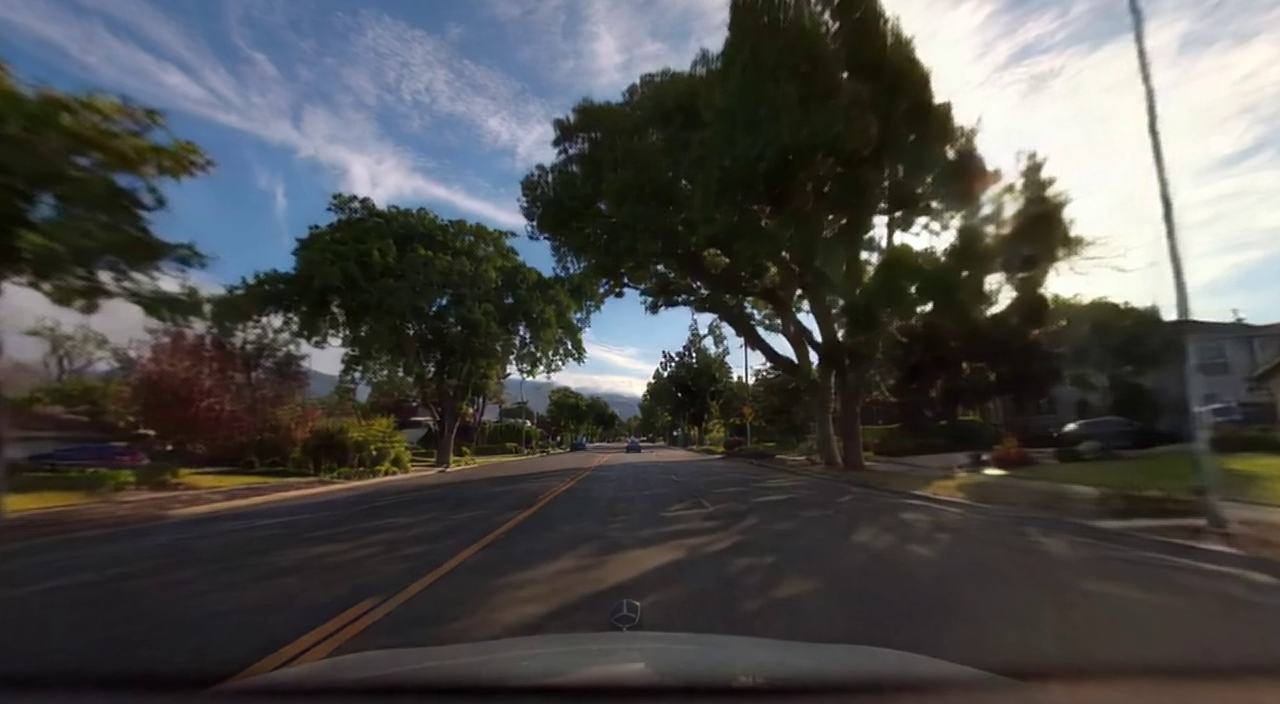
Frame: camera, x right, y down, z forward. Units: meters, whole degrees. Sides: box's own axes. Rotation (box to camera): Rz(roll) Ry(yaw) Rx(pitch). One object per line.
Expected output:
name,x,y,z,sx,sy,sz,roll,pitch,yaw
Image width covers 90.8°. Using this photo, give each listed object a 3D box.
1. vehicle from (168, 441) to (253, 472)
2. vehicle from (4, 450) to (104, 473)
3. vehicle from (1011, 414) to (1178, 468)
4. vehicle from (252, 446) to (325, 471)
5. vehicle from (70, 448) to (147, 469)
vehicle,-28.921,6.982,42.494,5.502,1.936,2.147,-4,-9,26
vehicle,-41.614,7.767,45.009,4.780,1.482,1.881,4,-9,-23
vehicle,21.287,4.187,29.798,6.048,2.416,2.158,0,-8,0
vehicle,-23.406,7.067,42.063,4.584,1.562,2.091,-5,-10,29
vehicle,-40.750,8.167,48.551,4.030,1.467,1.994,4,-8,-24
